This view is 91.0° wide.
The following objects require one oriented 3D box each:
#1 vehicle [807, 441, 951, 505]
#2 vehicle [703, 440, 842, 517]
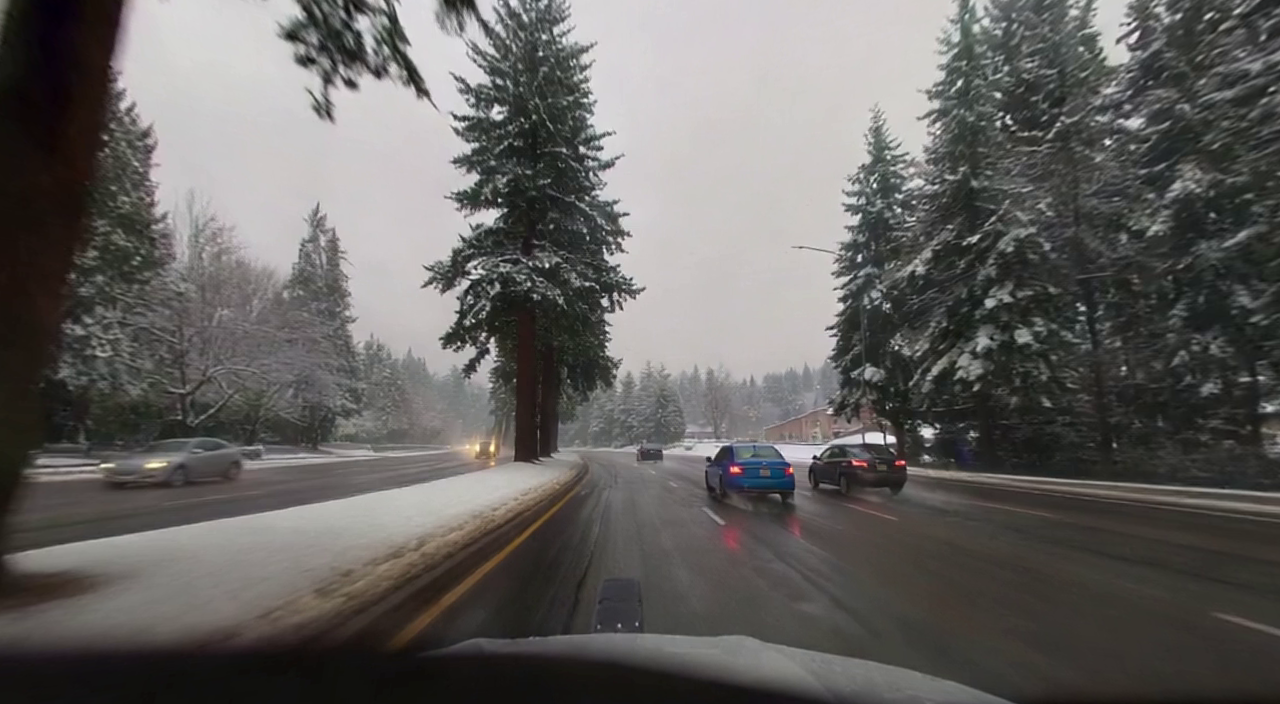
[{"bbox_3d":[6.145,3.141,16.852,1.901,1.474,4.363,1,-9,-4],"label":"vehicle"},{"bbox_3d":[2.807,2.779,14.385,2.077,1.464,4.134,0,-8,-3],"label":"vehicle"}]
